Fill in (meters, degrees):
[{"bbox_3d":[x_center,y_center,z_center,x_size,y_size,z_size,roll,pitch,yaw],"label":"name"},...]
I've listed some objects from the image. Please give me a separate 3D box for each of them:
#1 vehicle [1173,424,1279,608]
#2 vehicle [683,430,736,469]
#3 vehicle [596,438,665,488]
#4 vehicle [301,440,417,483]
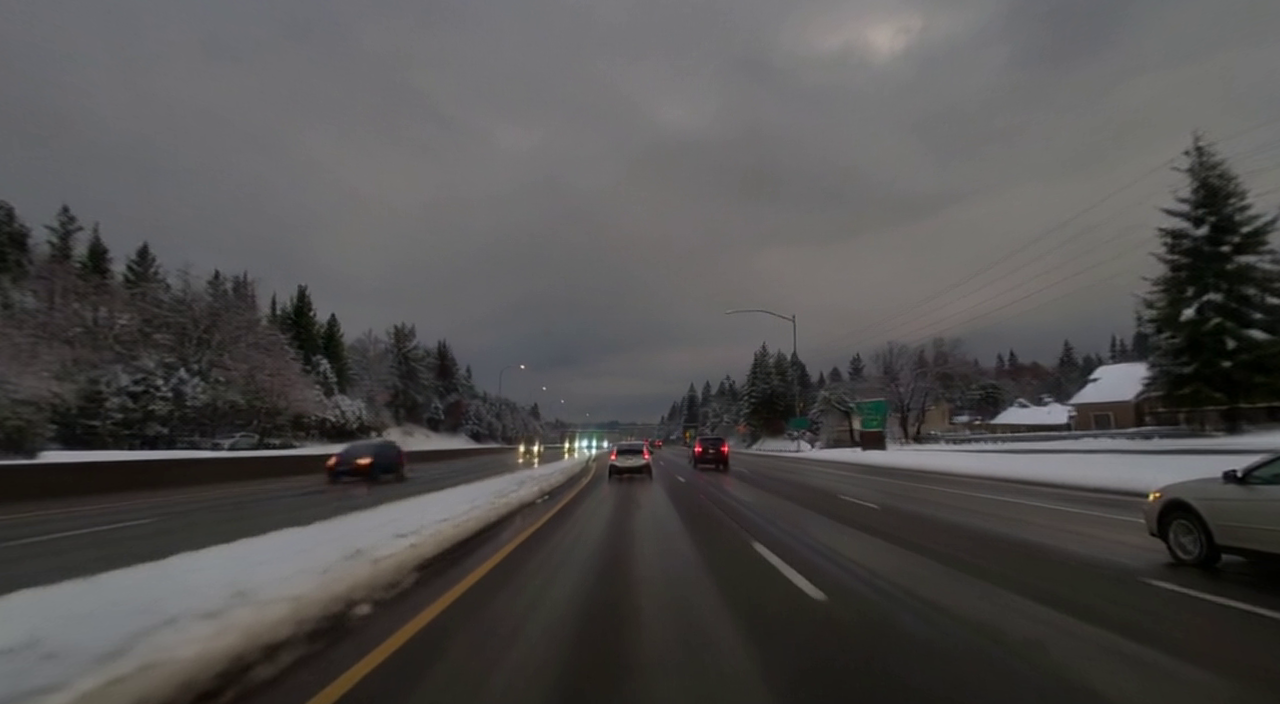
[{"bbox_3d":[6.389,1.106,3.669,2.434,1.467,4.726,0,-8,-1],"label":"vehicle"},{"bbox_3d":[3.536,5.066,32.958,2.186,1.842,4.553,0,-8,-1],"label":"vehicle"},{"bbox_3d":[-0.255,3.572,20.565,2.040,1.451,3.736,0,-8,0],"label":"vehicle"},{"bbox_3d":[-11.011,4.314,25.239,2.393,1.522,4.808,0,-8,0],"label":"vehicle"}]
